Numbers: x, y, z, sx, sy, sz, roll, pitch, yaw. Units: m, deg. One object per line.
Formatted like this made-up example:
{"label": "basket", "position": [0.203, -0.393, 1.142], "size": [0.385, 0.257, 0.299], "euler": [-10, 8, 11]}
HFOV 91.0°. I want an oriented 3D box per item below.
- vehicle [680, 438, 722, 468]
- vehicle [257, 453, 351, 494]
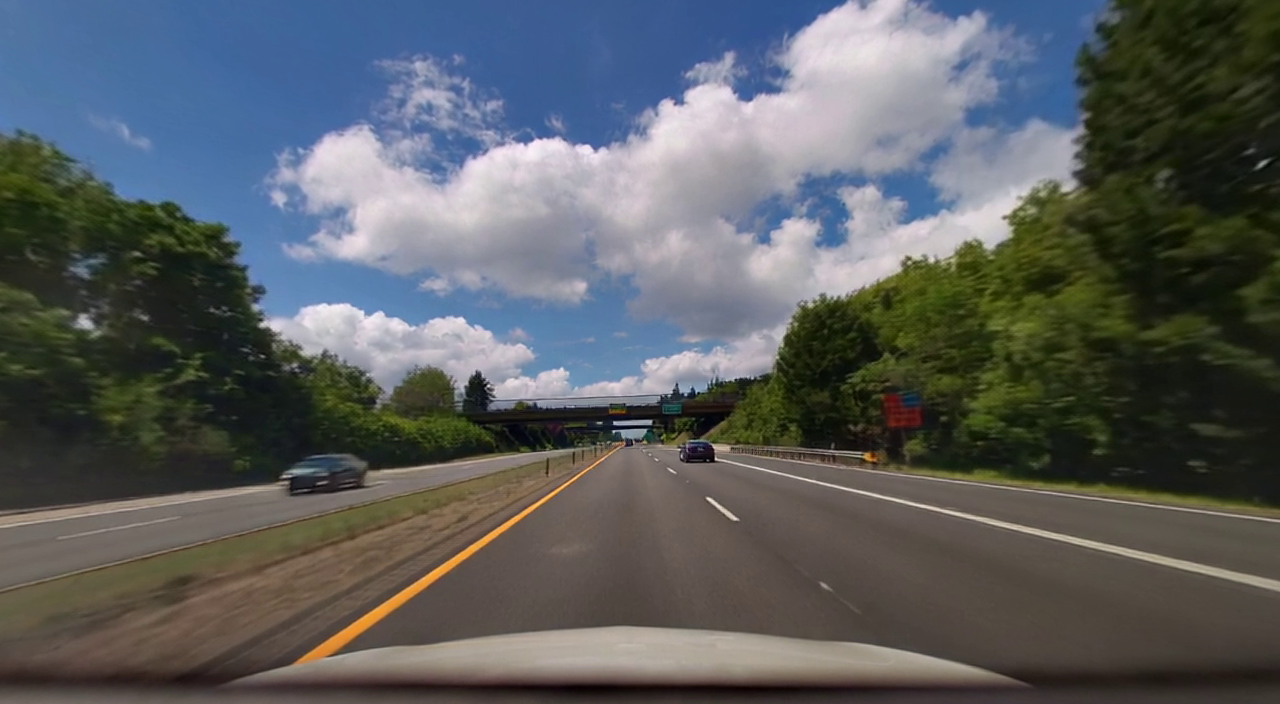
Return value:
{"label": "vehicle", "position": [3.190, 5.369, 33.673], "size": [1.781, 1.470, 3.540], "euler": [0, -8, -2]}
{"label": "vehicle", "position": [-13.313, 4.802, 25.185], "size": [1.742, 1.430, 3.733], "euler": [0, -8, -1]}
